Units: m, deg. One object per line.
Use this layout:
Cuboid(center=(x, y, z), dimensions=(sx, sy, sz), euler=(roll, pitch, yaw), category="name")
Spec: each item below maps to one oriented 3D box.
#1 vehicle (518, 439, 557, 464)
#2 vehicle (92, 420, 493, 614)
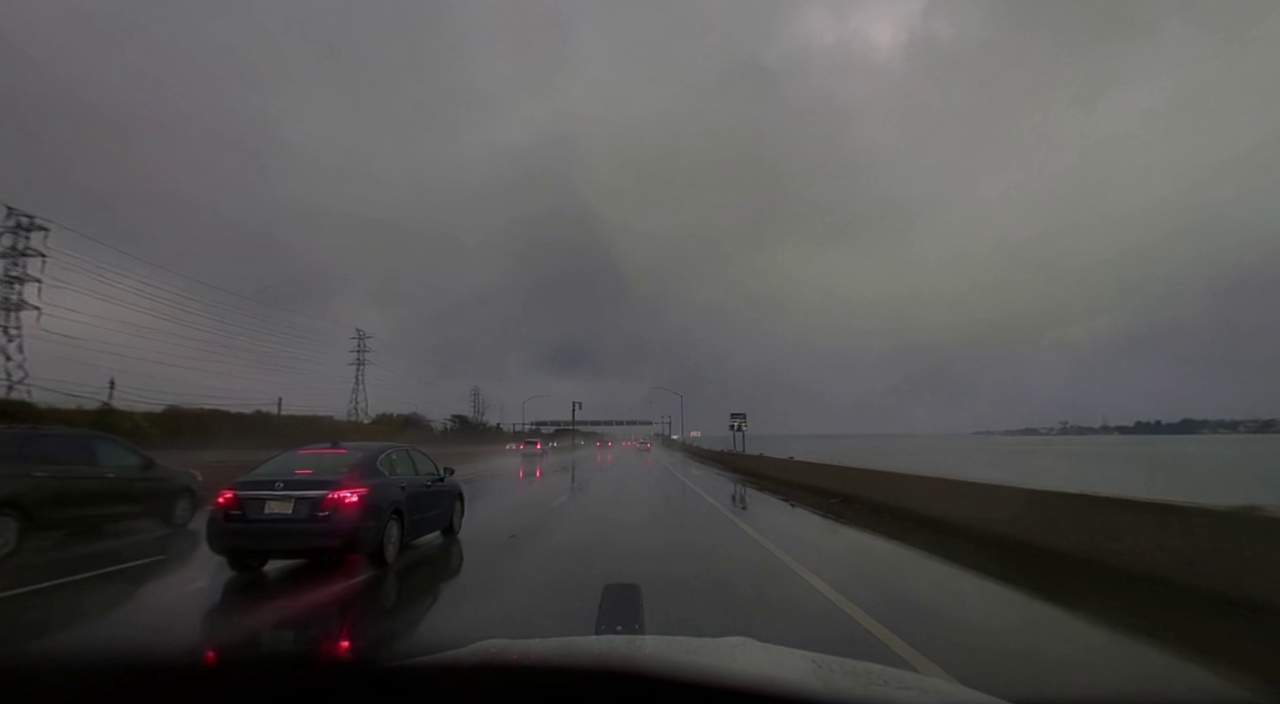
Cuboid(center=(-7.435, 7.255, 46.263), dimensions=(2.050, 1.717, 4.418), euler=(0, -8, 0), category="vehicle")
Cuboid(center=(-3.247, 1.625, 7.228), dimensions=(2.015, 1.501, 4.454), euler=(0, -8, 1), category="vehicle")
